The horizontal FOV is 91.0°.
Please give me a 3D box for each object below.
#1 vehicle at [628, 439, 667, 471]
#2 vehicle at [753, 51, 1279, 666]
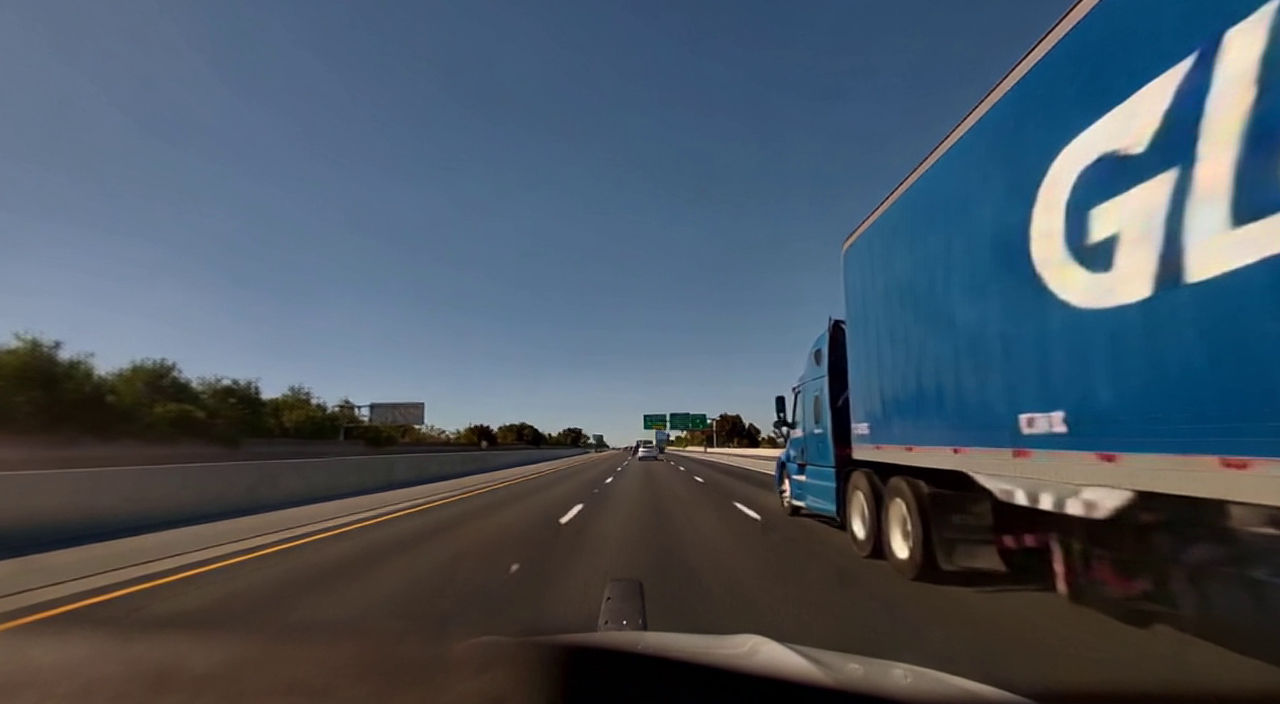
[{"bbox_3d":[0.399,5.614,34.532,2.050,1.654,4.192,0,-8,0],"label":"vehicle"},{"bbox_3d":[4.122,0.648,9.059,3.027,3.903,10.307,0,-8,0],"label":"vehicle"}]
